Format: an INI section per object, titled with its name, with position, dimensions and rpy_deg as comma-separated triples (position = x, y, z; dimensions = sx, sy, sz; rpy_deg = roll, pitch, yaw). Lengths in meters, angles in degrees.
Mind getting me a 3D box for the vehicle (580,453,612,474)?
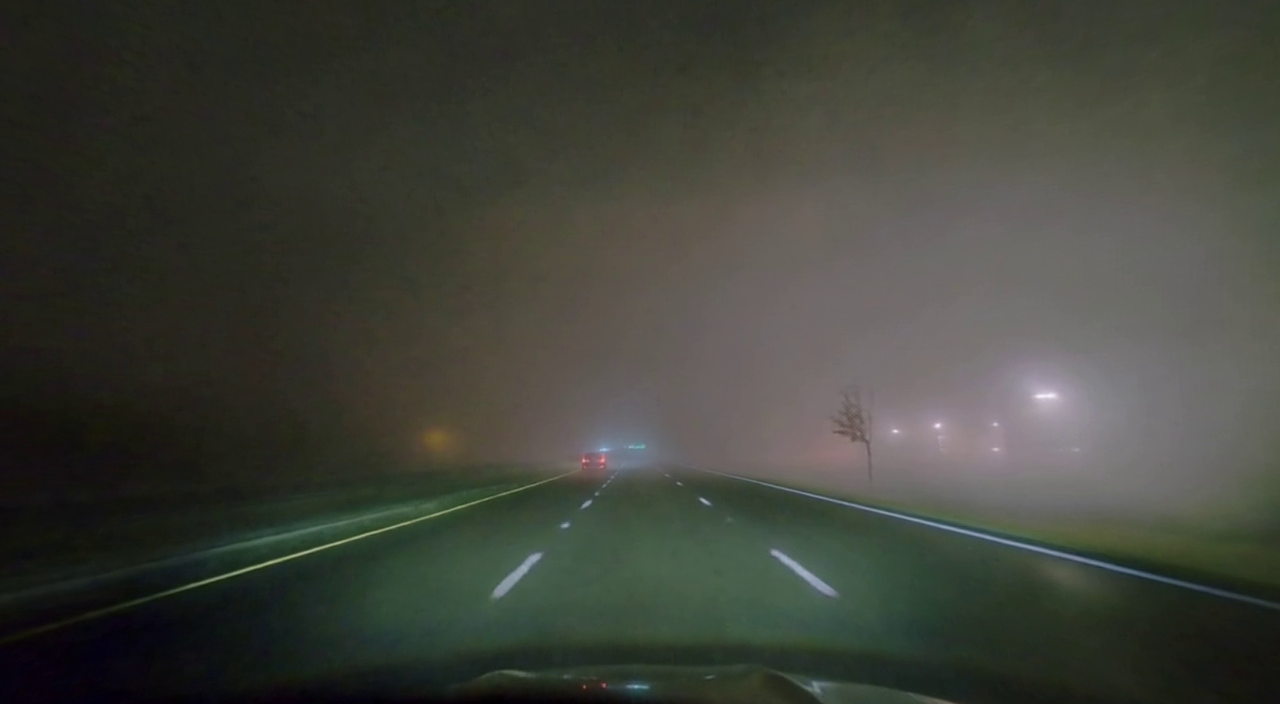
[vehicle]
position = -3.300, 8.431, 47.922
dimensions = 2.041, 1.512, 3.996
rpy_deg = 0, -9, 0
